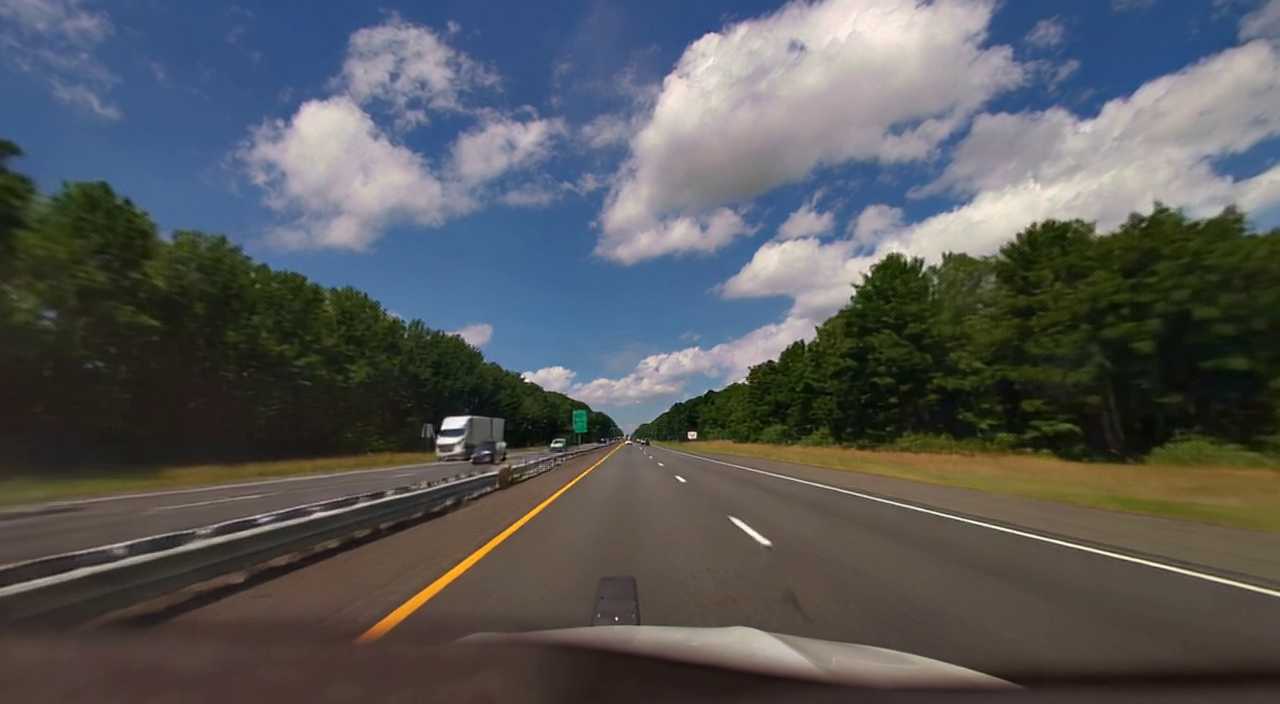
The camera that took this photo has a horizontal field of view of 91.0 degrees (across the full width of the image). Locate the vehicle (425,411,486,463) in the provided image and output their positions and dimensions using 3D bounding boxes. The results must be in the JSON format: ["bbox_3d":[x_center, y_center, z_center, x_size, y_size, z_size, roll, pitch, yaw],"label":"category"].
[{"bbox_3d":[-14.260,6.681,49.241,3.005,3.778,5.807,0,-8,-1],"label":"vehicle"}]

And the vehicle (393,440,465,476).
[{"bbox_3d":[-9.716,4.903,29.299,2.050,1.530,3.894,0,-8,-1],"label":"vehicle"}]
